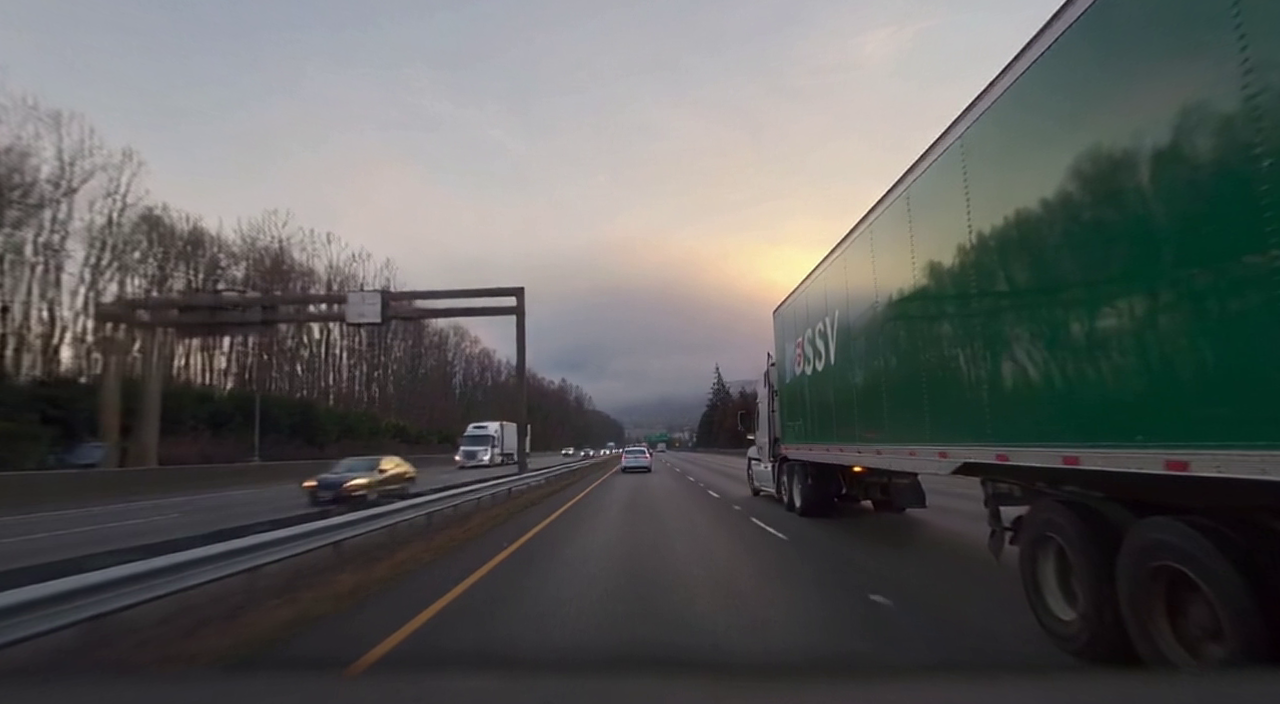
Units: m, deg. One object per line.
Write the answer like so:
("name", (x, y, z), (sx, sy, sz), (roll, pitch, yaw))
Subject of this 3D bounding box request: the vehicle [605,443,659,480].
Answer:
("vehicle", (-0.333, 4.864, 28.010), (2.244, 1.506, 4.097), (-1, -9, 0))

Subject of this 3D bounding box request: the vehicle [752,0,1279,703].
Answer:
("vehicle", (4.502, 0.435, 8.334), (3.317, 4.020, 14.141), (0, -9, 0))

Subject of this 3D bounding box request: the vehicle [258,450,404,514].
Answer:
("vehicle", (-8.409, 3.541, 17.575), (1.921, 1.519, 4.291), (-1, -9, 0))
